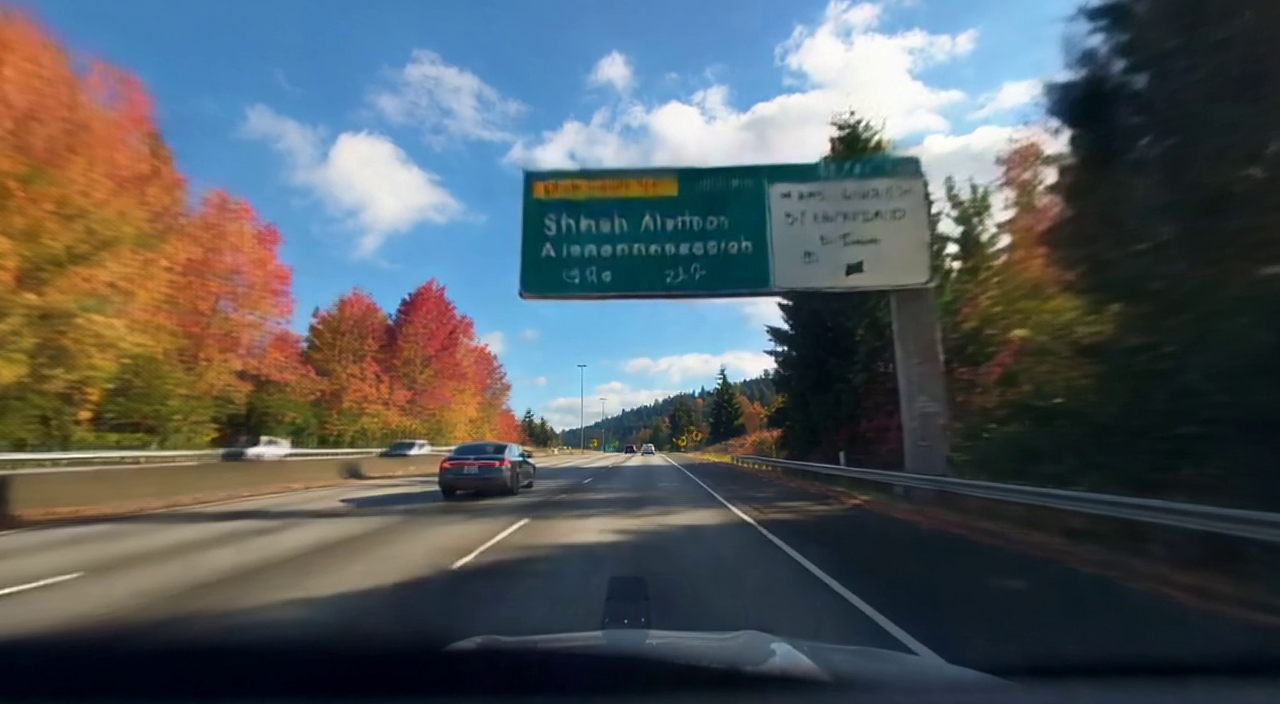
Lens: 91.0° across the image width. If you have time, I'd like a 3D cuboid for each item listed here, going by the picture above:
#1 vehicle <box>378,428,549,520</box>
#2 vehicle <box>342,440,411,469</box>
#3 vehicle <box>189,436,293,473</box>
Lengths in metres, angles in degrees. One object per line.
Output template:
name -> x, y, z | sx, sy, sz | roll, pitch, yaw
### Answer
vehicle -> -3.423, 2.468, 13.379 | 2.061, 1.572, 4.814 | 0, -8, 3
vehicle -> -15.503, 6.049, 37.322 | 1.976, 1.592, 4.573 | 0, -8, 2
vehicle -> -19.798, 5.077, 31.526 | 2.081, 1.688, 4.717 | 0, -8, 0
